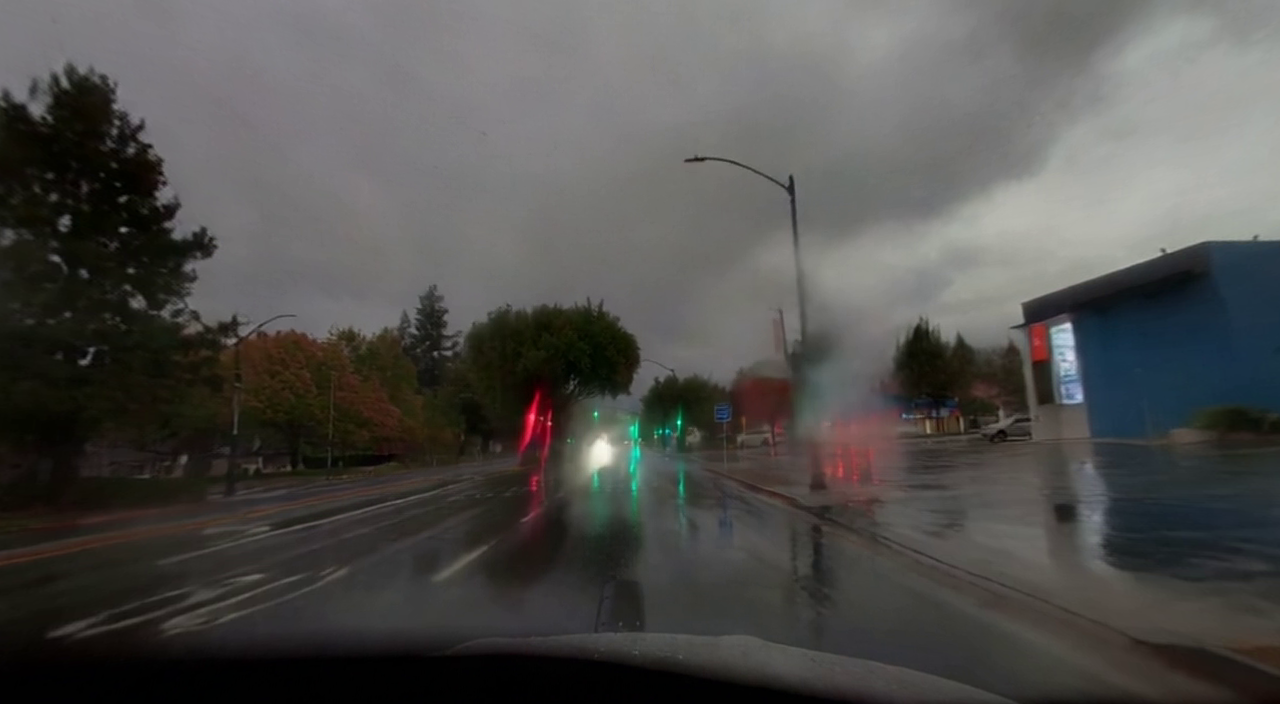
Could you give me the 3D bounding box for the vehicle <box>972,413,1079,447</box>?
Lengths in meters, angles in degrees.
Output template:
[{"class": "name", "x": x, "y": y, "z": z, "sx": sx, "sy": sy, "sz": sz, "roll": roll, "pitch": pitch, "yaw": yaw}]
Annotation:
[{"class": "vehicle", "x": 23.130, "y": 4.689, "z": 38.044, "sx": 4.902, "sy": 1.519, "sz": 2.182, "roll": -5, "pitch": -7, "yaw": -1}]
